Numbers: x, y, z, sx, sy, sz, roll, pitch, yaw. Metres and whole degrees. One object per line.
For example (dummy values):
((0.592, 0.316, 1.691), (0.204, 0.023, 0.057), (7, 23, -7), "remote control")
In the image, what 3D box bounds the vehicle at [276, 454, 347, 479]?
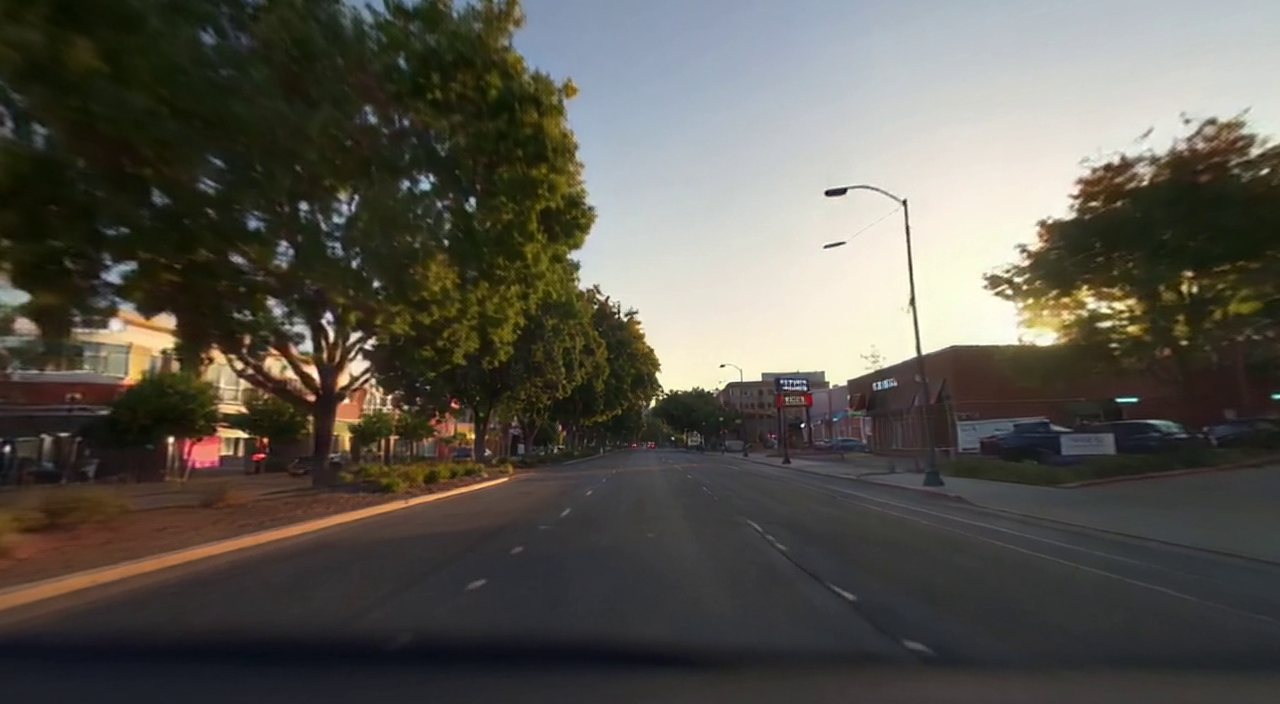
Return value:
((-22.107, 7.705, 42.666), (2.135, 1.467, 4.653), (-1, -8, 2), "vehicle")
